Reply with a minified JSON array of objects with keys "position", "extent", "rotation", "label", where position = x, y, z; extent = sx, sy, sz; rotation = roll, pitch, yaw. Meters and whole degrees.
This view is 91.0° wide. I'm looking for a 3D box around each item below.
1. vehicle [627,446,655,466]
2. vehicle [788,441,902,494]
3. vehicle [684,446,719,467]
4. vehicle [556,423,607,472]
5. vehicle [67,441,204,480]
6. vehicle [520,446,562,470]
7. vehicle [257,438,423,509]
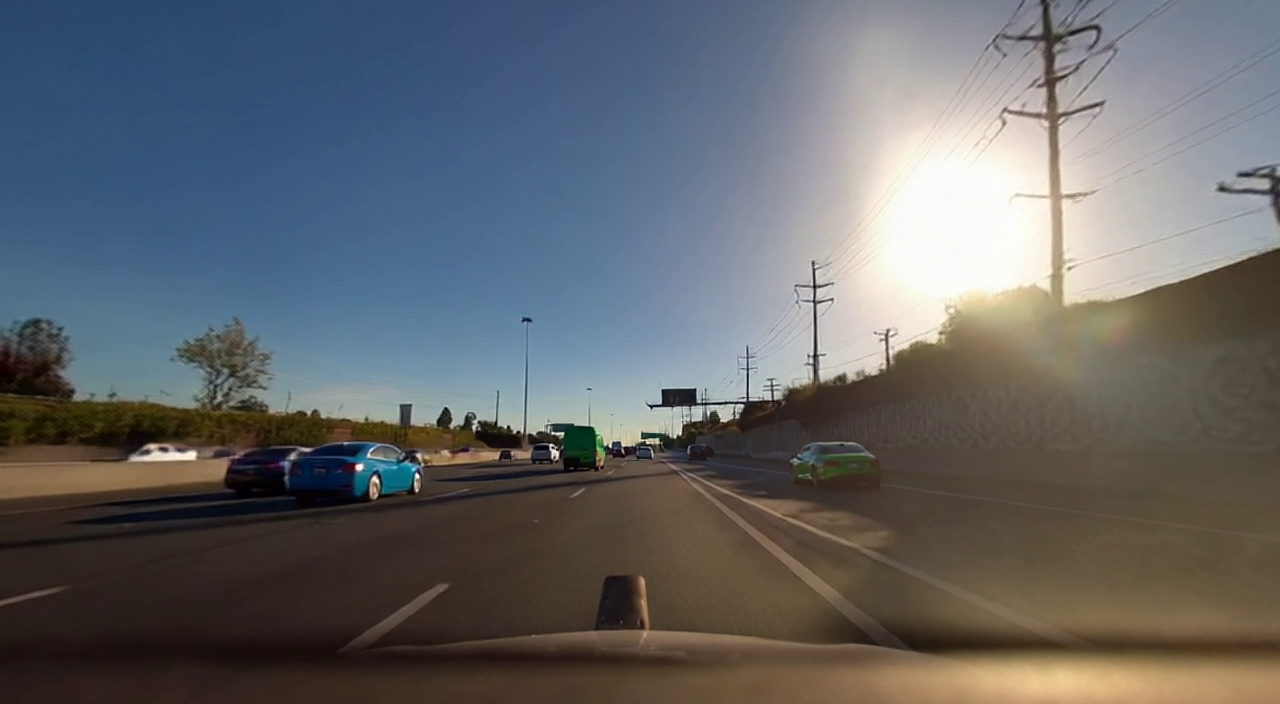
[{"position":[0.050,7.953,48.303],"extent":[2.084,1.492,4.137],"rotation":[0,-9,-1],"label":"vehicle"},{"position":[6.293,3.588,19.931],"extent":[2.052,1.470,4.364],"rotation":[0,-9,-2],"label":"vehicle"},{"position":[4.539,7.798,47.219],"extent":[2.095,1.504,4.536],"rotation":[0,-9,-1],"label":"vehicle"},{"position":[-3.353,5.668,37.403],"extent":[2.395,2.660,5.827],"rotation":[0,-9,1],"label":"vehicle"},{"position":[-36.451,7.838,46.081],"extent":[2.899,2.516,8.582],"rotation":[0,-9,1],"label":"vehicle"},{"position":[-6.504,6.961,41.700],"extent":[1.944,1.490,4.442],"rotation":[0,-9,1],"label":"vehicle"},{"position":[-7.309,2.986,15.960],"extent":[1.967,1.525,4.458],"rotation":[0,-9,0],"label":"vehicle"}]
